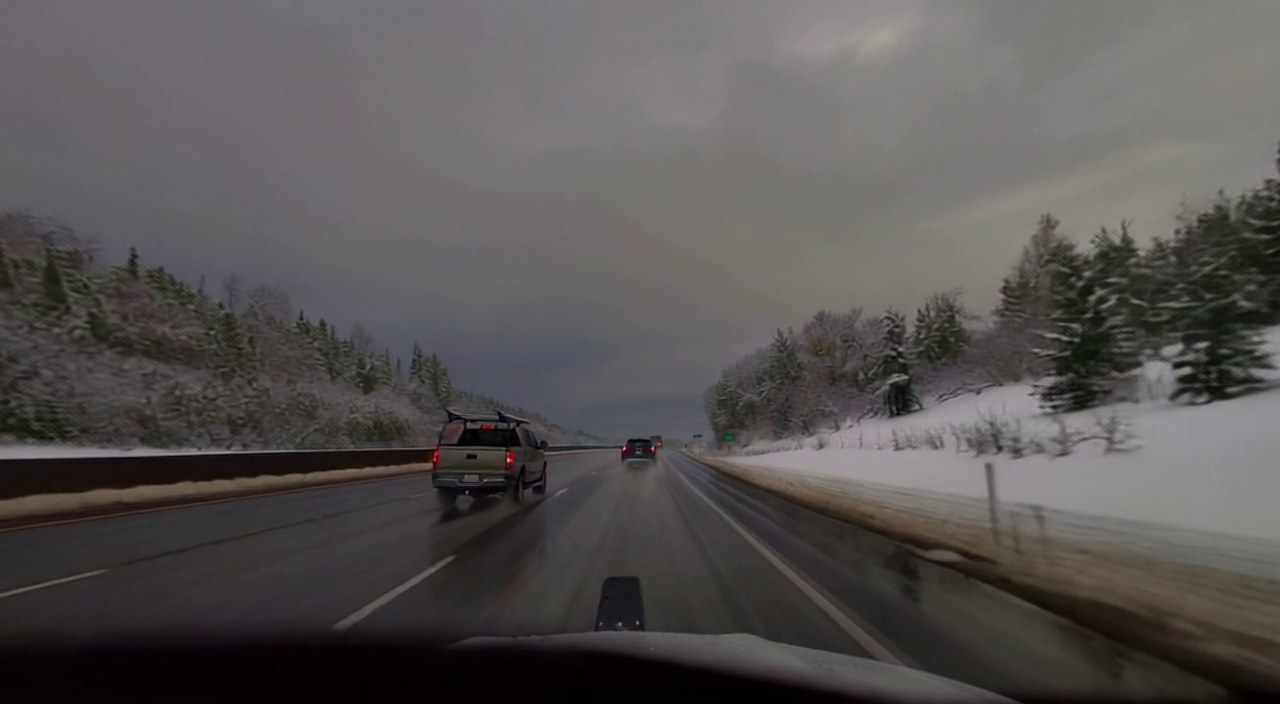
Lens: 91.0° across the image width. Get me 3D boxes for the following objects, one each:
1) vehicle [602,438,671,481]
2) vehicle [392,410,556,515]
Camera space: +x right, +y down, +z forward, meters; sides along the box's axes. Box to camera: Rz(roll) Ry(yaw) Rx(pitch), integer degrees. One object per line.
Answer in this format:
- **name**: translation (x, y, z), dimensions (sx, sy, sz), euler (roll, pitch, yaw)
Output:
- **vehicle**: translation (-0.099, 4.623, 27.475), dimensions (2.715, 1.669, 5.163), euler (0, -9, 1)
- **vehicle**: translation (-3.445, 2.443, 14.312), dimensions (2.250, 1.947, 4.860), euler (0, -9, 2)
